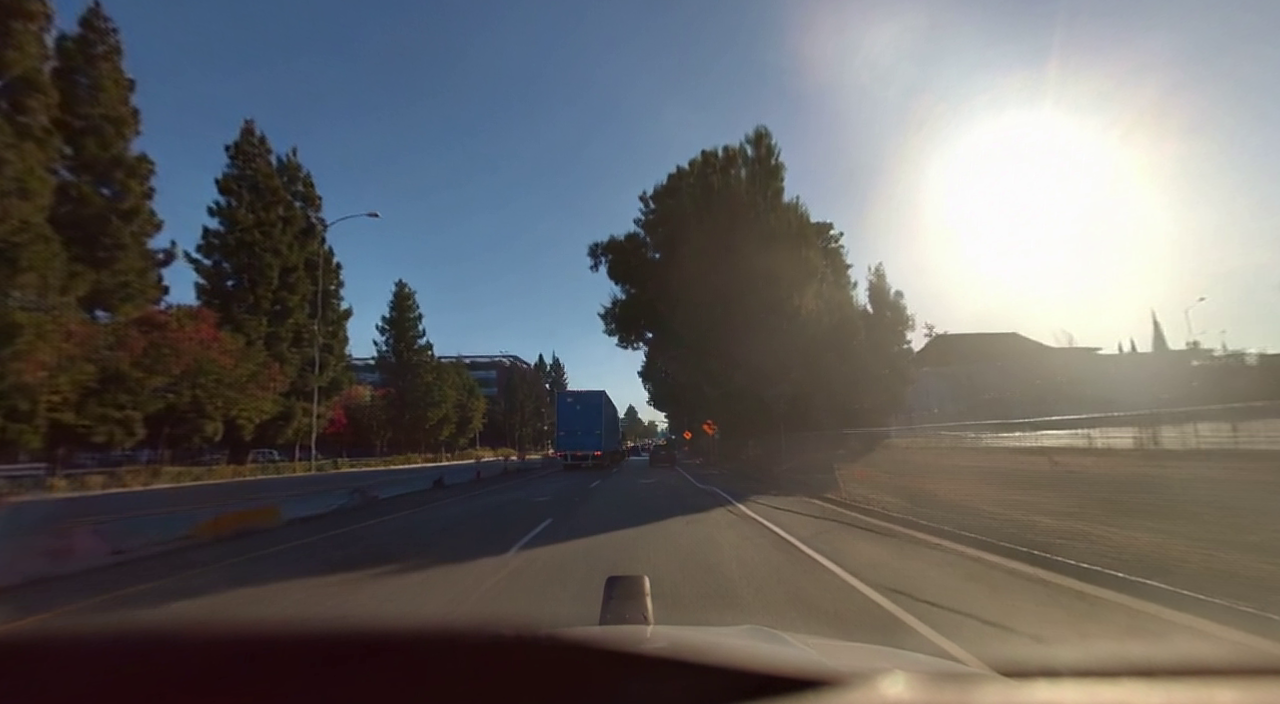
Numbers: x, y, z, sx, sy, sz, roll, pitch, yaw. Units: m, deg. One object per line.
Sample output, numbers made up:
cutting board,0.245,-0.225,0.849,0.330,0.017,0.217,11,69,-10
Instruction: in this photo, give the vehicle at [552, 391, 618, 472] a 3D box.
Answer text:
vehicle,-3.078,5.200,40.091,2.906,4.115,15.715,0,-8,-1

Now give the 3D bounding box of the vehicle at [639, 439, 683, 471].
vehicle,1.128,5.759,35.586,2.304,1.675,4.462,0,-8,0
